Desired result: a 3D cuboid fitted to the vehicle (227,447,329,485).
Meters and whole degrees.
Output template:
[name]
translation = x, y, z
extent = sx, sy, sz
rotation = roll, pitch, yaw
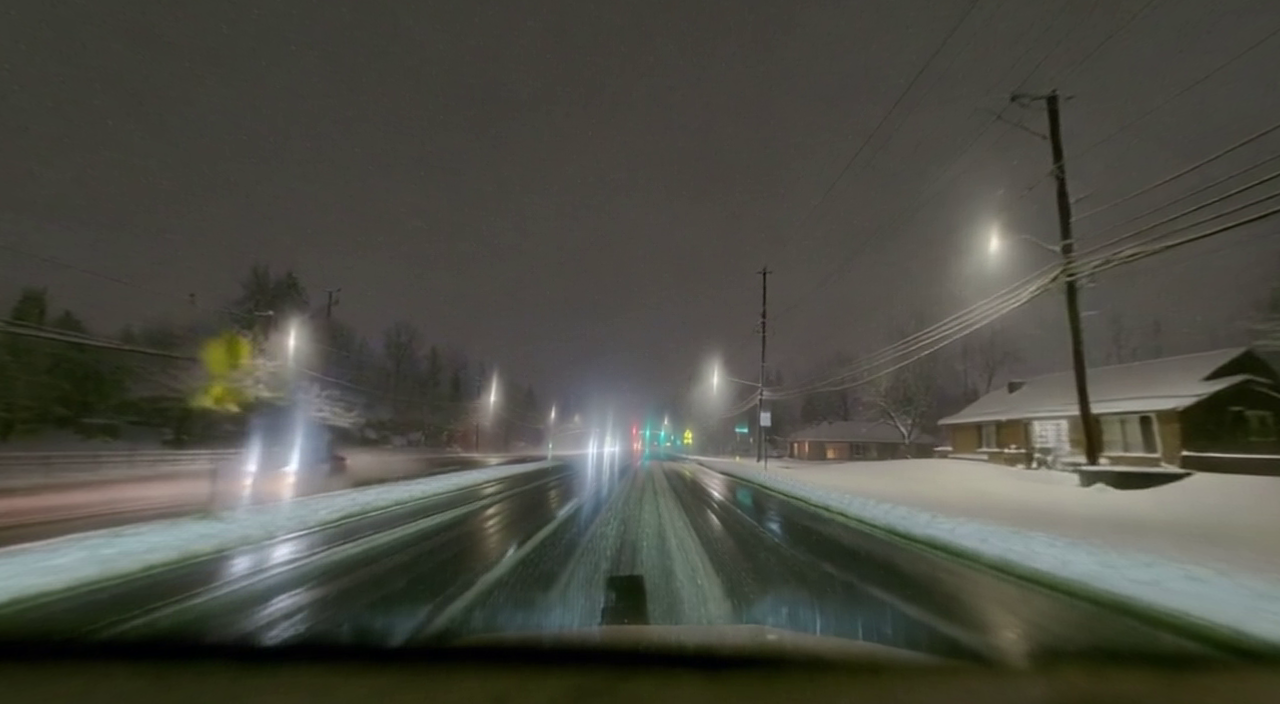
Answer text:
[vehicle]
translation = -15.021, 4.720, 26.496
extent = 1.808, 1.466, 4.420
rotation = 0, -9, -2
